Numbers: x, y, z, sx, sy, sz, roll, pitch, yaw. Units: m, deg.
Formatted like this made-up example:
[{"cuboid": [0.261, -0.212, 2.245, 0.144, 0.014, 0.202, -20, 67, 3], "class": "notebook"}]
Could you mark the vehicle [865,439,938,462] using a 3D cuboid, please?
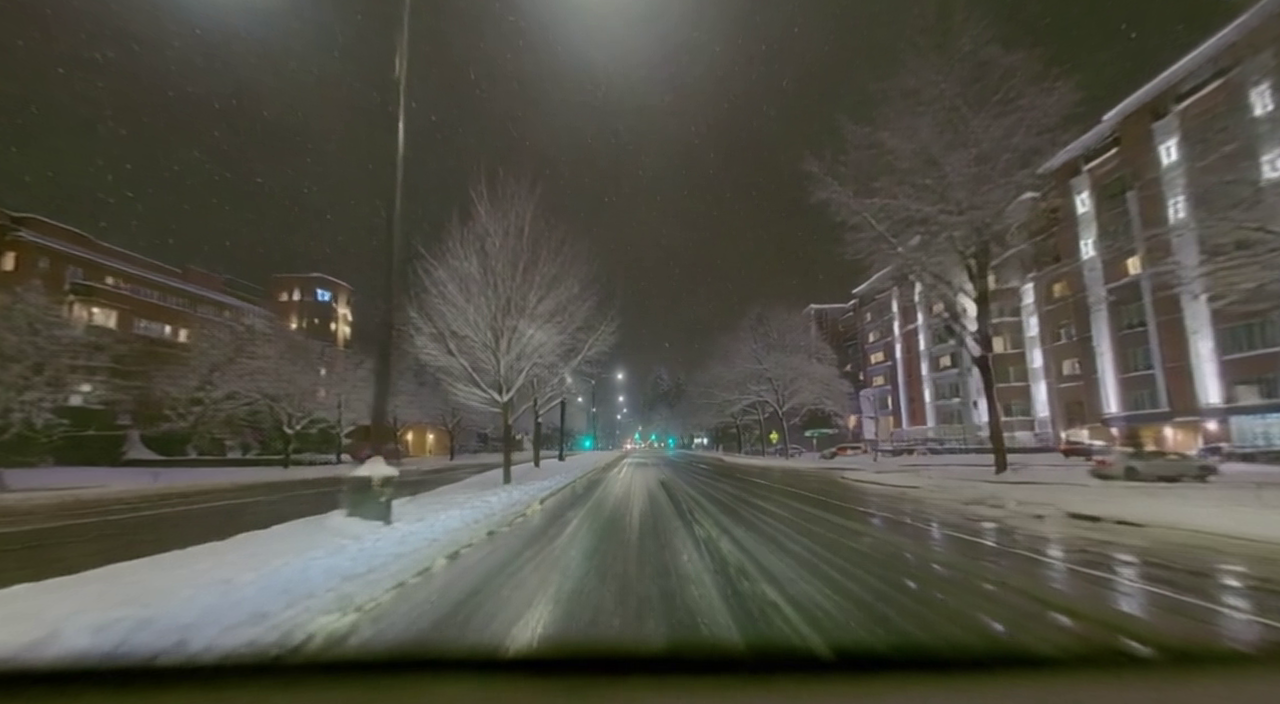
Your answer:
[{"cuboid": [20.123, 7.627, 48.793, 4.661, 1.710, 2.127, 0, -9, -1], "class": "vehicle"}]

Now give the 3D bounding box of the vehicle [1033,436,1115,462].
[{"cuboid": [29.260, 6.511, 42.635, 4.279, 1.648, 1.982, 1, -9, -10], "class": "vehicle"}]
